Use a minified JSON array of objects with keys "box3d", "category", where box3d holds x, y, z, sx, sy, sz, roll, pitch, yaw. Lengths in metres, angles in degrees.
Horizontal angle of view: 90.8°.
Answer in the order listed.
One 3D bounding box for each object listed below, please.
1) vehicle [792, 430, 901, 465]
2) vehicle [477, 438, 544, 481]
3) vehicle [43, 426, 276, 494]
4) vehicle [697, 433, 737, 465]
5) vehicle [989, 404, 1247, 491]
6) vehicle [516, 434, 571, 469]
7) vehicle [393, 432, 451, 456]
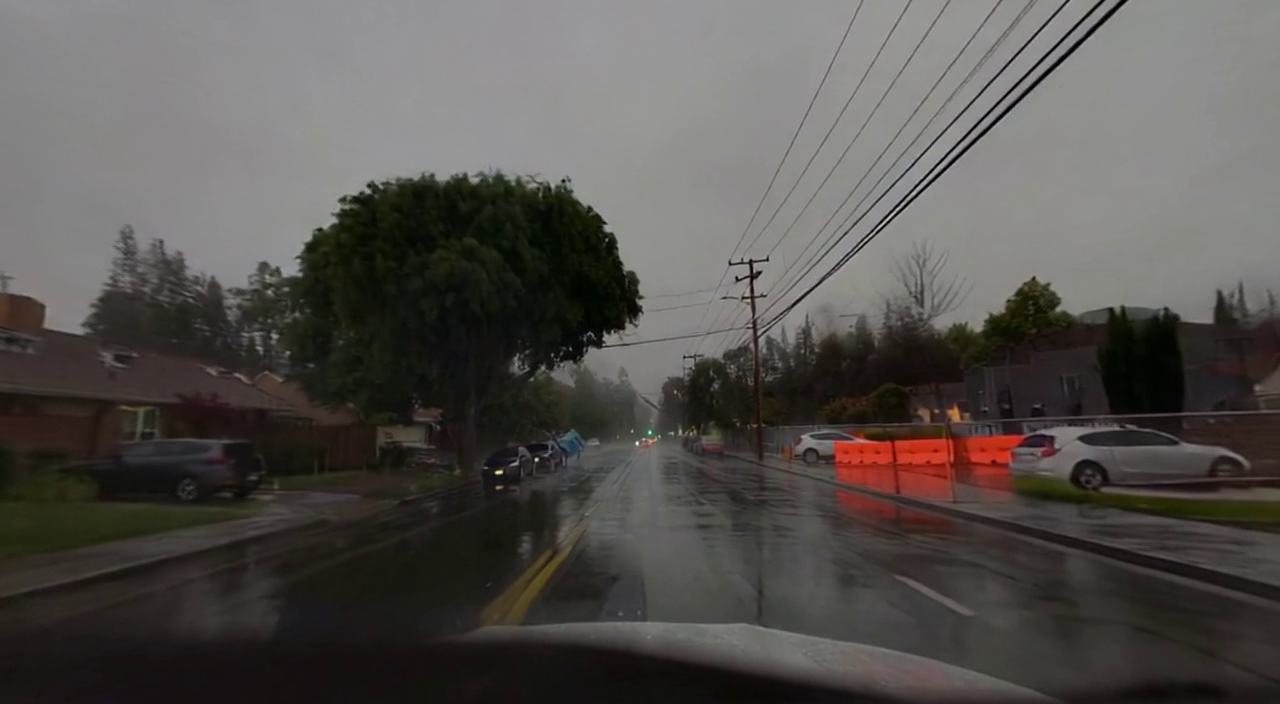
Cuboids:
[{"box3d":[10.618,4.932,32.778,4.920,1.759,1.998,0,-8,-2],"category":"vehicle"},{"box3d":[-5.843,4.846,28.952,1.771,1.512,4.281,5,-6,4],"category":"vehicle"},{"box3d":[-13.089,2.947,17.457,4.752,1.734,1.998,0,-8,1],"category":"vehicle"},{"box3d":[4.788,6.114,39.998,2.134,1.863,4.455,0,-8,2],"category":"vehicle"},{"box3d":[11.174,2.270,15.065,4.399,1.884,2.071,0,-9,-1],"category":"vehicle"},{"box3d":[-5.438,5.757,36.277,2.158,1.837,4.659,-1,-10,3],"category":"vehicle"},{"box3d":[-15.776,6.687,45.873,3.634,1.520,1.656,-3,-8,0],"category":"vehicle"}]
